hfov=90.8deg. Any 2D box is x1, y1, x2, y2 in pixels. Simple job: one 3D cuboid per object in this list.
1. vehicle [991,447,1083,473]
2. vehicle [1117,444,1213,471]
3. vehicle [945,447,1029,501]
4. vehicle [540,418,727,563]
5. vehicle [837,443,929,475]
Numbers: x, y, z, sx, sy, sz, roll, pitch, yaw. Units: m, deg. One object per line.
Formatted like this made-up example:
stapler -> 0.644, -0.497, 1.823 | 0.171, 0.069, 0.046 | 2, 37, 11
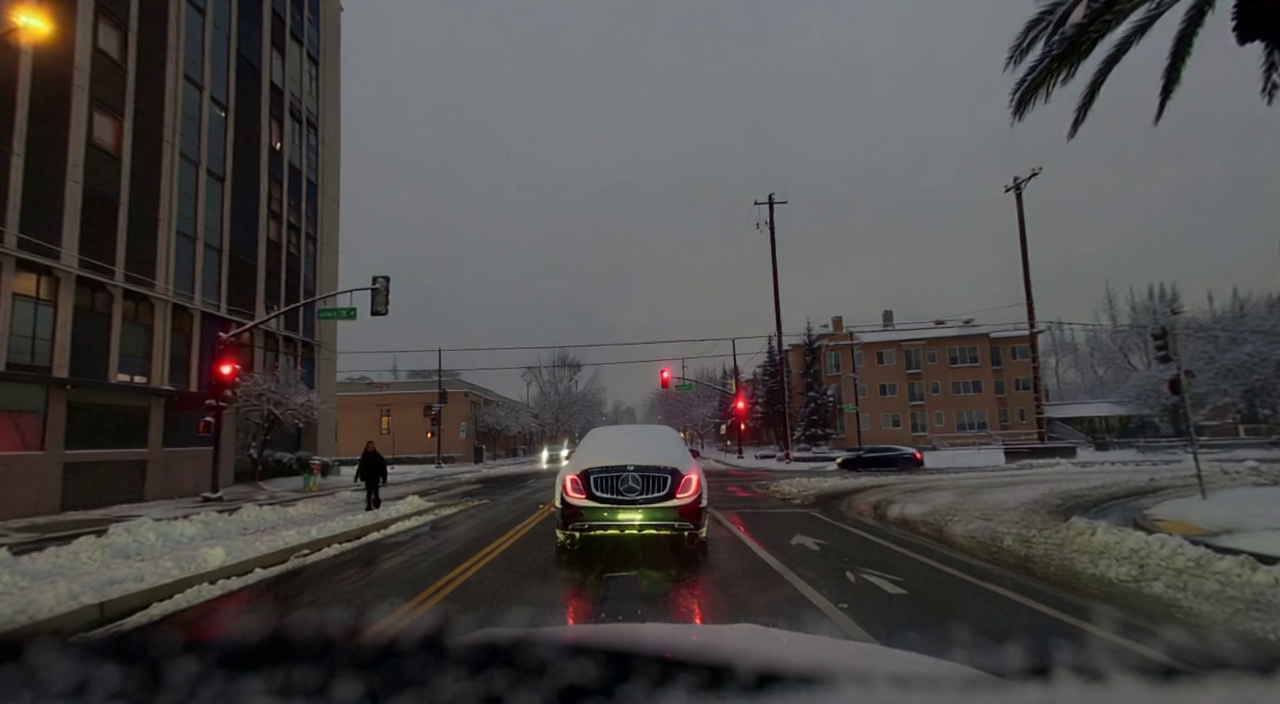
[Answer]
vehicle -> 24.251, 6.604, 38.696 | 4.417, 1.462, 1.761 | 0, -8, -1
vehicle -> 32.163, 6.459, 38.769 | 4.234, 1.613, 1.812 | 0, -8, -1
vehicle -> 11.916, 4.068, 21.575 | 2.004, 1.593, 4.118 | -6, -10, 34
vehicle -> -0.081, 1.875, 9.235 | 2.144, 1.643, 3.770 | 0, -8, 0
vehicle -> 13.587, 6.022, 35.535 | 4.494, 1.704, 1.976 | -2, -9, 12
